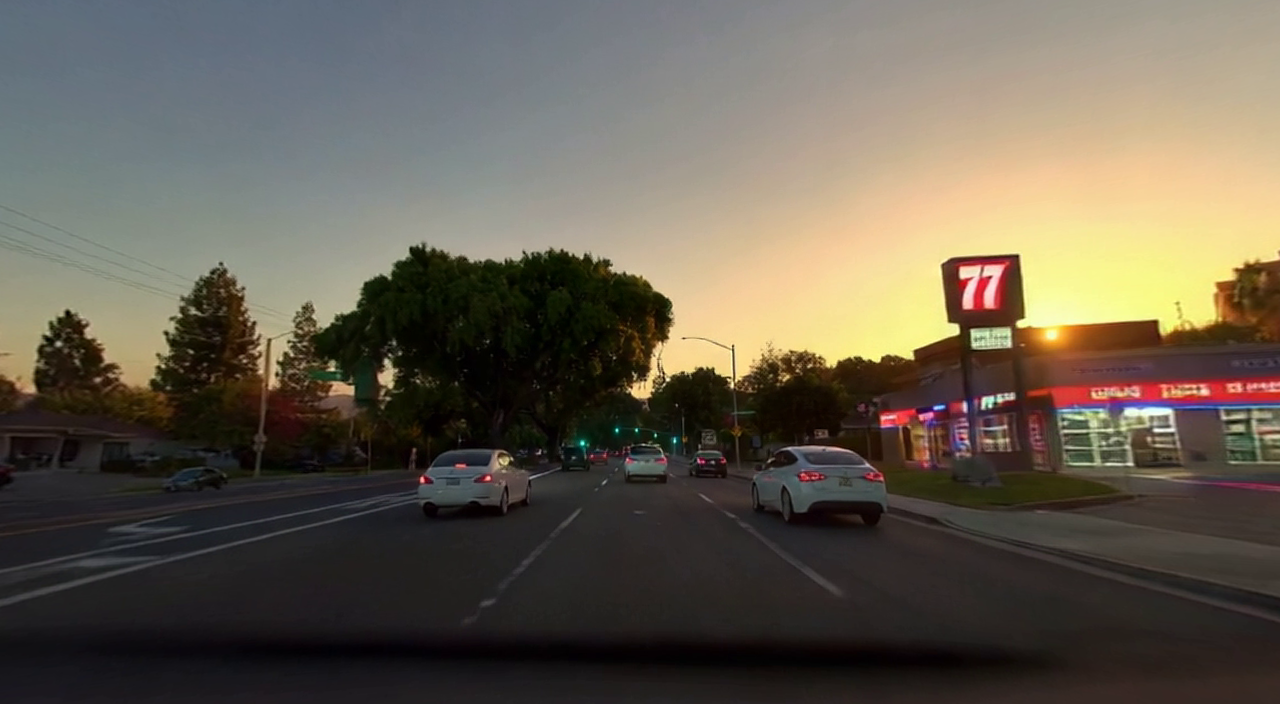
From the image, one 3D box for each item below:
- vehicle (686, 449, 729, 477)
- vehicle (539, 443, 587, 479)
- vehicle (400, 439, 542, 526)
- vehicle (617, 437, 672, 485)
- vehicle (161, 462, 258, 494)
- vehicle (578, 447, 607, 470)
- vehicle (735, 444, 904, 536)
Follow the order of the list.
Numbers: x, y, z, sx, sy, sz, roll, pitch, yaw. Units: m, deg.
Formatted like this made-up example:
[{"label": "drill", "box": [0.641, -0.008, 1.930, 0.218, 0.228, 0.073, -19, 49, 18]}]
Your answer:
[{"label": "vehicle", "box": [3.735, 6.236, 35.560, 1.880, 1.476, 3.932, 0, -9, -1]}, {"label": "vehicle", "box": [-3.871, 5.546, 32.272, 1.932, 1.695, 4.235, 0, -9, 0]}, {"label": "vehicle", "box": [-3.303, 2.626, 13.247, 1.864, 1.505, 4.202, 0, -9, -1]}, {"label": "vehicle", "box": [0.122, 4.660, 27.089, 2.164, 1.867, 4.254, 0, -9, -1]}, {"label": "vehicle", "box": [-22.447, 6.544, 33.102, 1.827, 1.441, 4.660, 0, -9, 0]}, {"label": "vehicle", "box": [-3.536, 8.008, 47.601, 1.871, 1.673, 3.920, 0, -9, 1]}, {"label": "vehicle", "box": [3.313, 2.630, 12.723, 1.977, 1.480, 4.589, 0, -9, -1]}]
